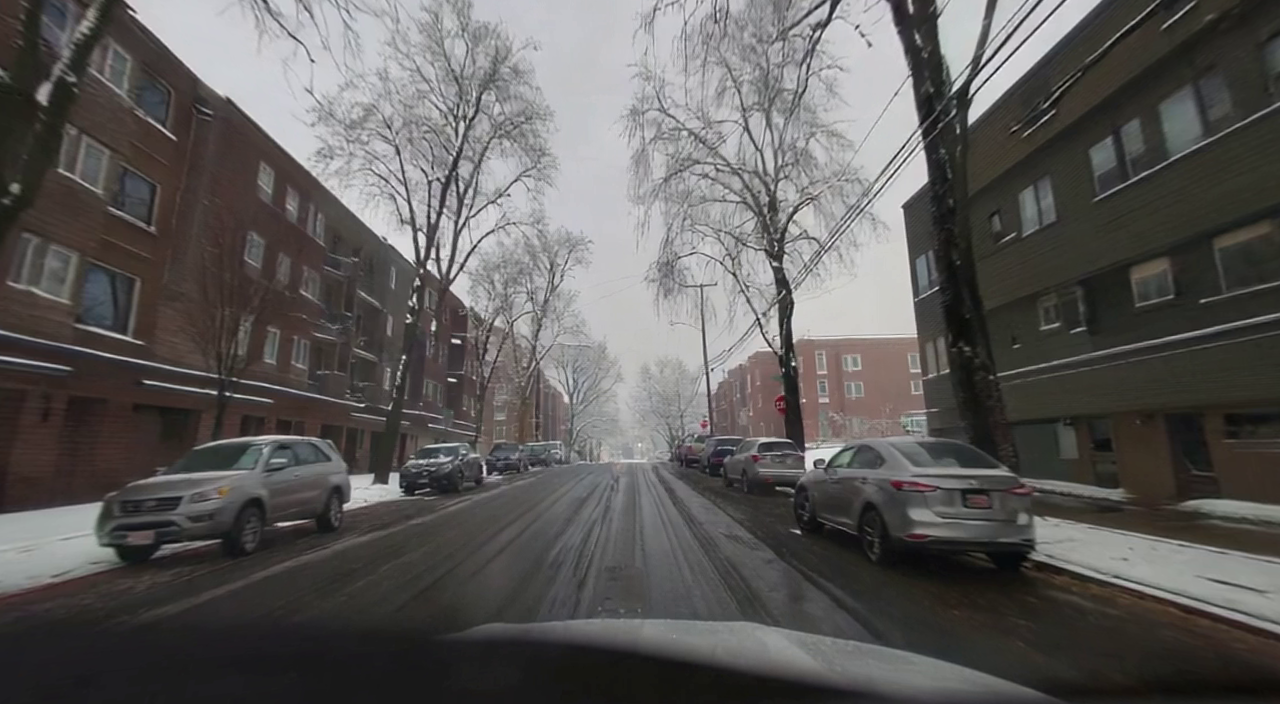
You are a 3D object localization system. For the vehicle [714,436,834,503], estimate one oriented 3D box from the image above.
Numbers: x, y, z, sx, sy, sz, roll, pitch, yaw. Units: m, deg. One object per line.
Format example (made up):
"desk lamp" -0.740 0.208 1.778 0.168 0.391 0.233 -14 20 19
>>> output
"vehicle" 3.350 3.046 16.905 1.948 1.502 5.013 0 -8 -2

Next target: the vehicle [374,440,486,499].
"vehicle" -6.494 3.667 20.152 2.100 1.640 4.341 0 -8 0

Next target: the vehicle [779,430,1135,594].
"vehicle" 3.482 1.837 8.382 2.041 1.488 5.026 0 -8 -1

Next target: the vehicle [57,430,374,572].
"vehicle" -6.256 2.189 10.206 2.023 1.740 4.567 0 -8 -2

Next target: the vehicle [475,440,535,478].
"vehicle" -6.452 5.130 30.610 1.947 1.707 4.352 0 -8 0
